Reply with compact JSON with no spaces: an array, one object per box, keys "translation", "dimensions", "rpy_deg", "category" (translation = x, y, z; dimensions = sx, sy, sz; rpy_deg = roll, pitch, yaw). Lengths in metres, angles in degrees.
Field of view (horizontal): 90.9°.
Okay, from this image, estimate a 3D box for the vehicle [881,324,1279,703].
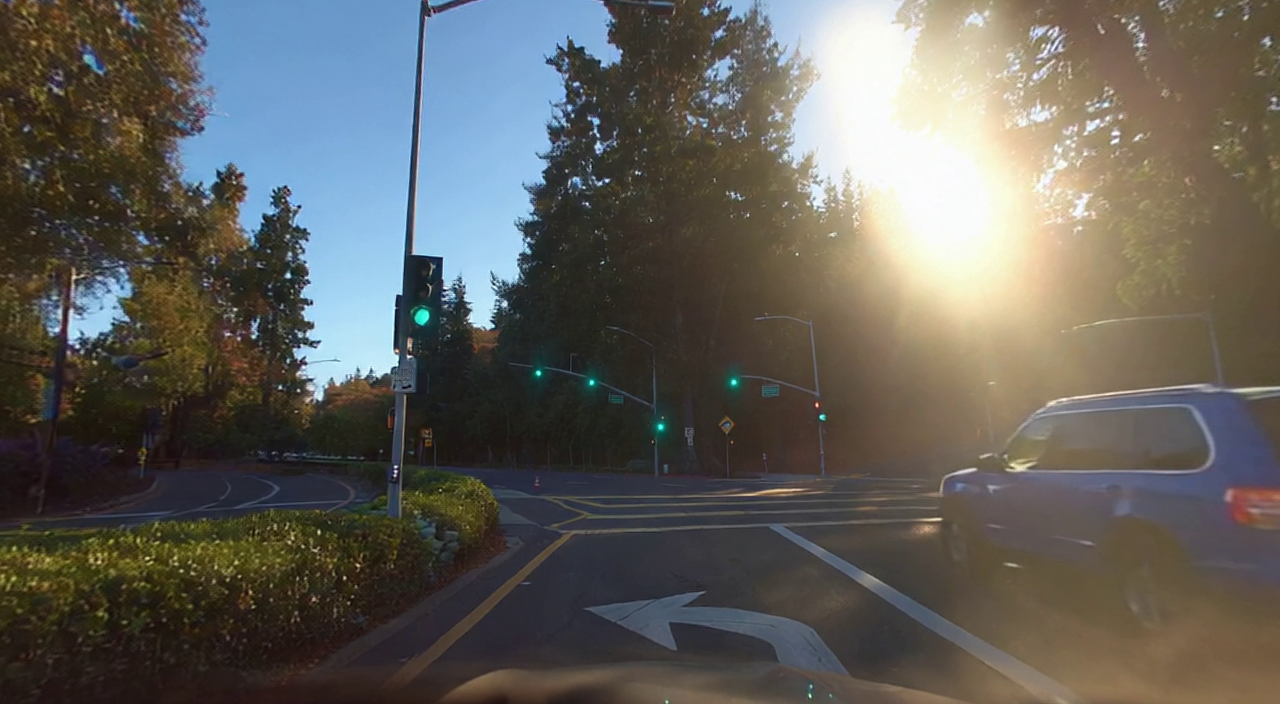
[{"translation":[3.864,1.046,4.600],"dimensions":[2.284,1.788,4.871],"rpy_deg":[-1,-8,0],"category":"vehicle"}]
